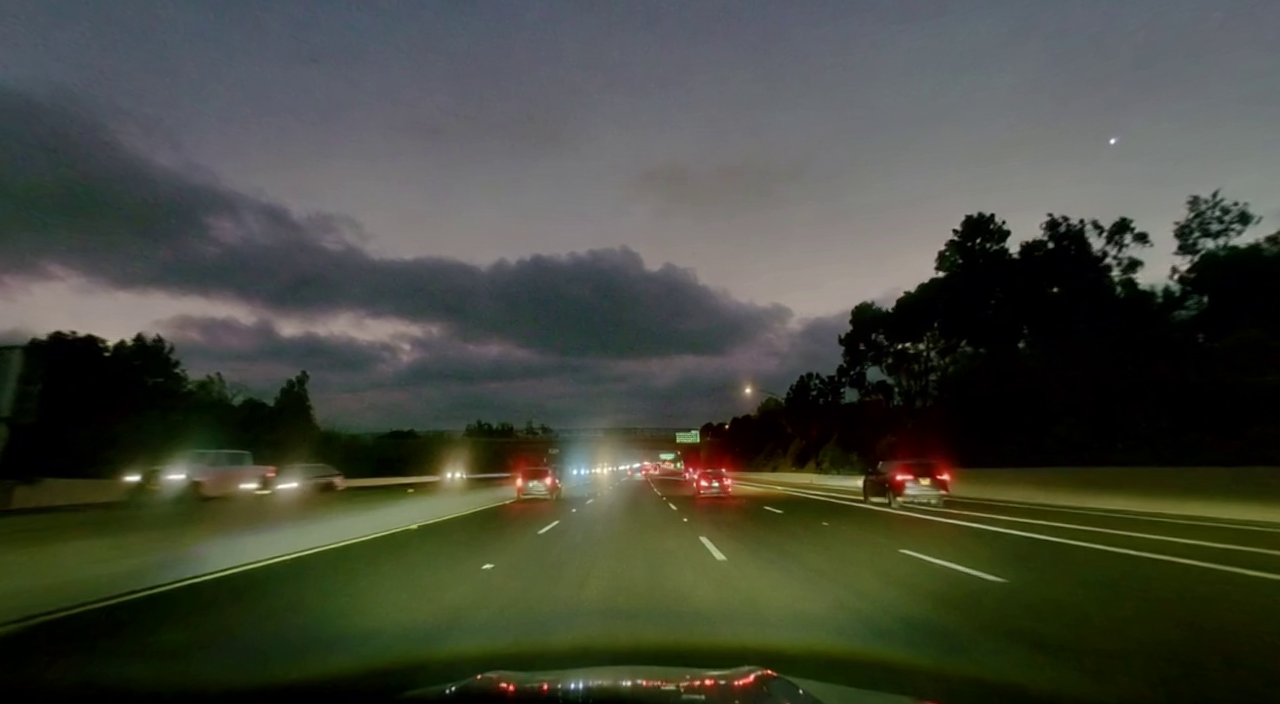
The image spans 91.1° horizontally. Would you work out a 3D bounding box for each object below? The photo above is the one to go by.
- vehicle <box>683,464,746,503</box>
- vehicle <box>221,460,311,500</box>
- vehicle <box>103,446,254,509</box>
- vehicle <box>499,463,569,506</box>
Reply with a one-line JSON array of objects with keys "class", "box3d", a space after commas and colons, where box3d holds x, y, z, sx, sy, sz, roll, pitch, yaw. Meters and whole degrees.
[{"class": "vehicle", "box3d": [3.130, 5.679, 27.422, 2.092, 1.518, 4.348, 1, -10, -2]}, {"class": "vehicle", "box3d": [-20.642, 7.073, 34.898, 2.255, 2.062, 4.298, 1, -10, -1]}, {"class": "vehicle", "box3d": [-20.566, 5.641, 28.481, 2.319, 2.493, 5.837, 1, -10, 0]}, {"class": "vehicle", "box3d": [-4.018, 5.090, 24.399, 1.975, 1.486, 3.903, 0, -10, 1]}]
